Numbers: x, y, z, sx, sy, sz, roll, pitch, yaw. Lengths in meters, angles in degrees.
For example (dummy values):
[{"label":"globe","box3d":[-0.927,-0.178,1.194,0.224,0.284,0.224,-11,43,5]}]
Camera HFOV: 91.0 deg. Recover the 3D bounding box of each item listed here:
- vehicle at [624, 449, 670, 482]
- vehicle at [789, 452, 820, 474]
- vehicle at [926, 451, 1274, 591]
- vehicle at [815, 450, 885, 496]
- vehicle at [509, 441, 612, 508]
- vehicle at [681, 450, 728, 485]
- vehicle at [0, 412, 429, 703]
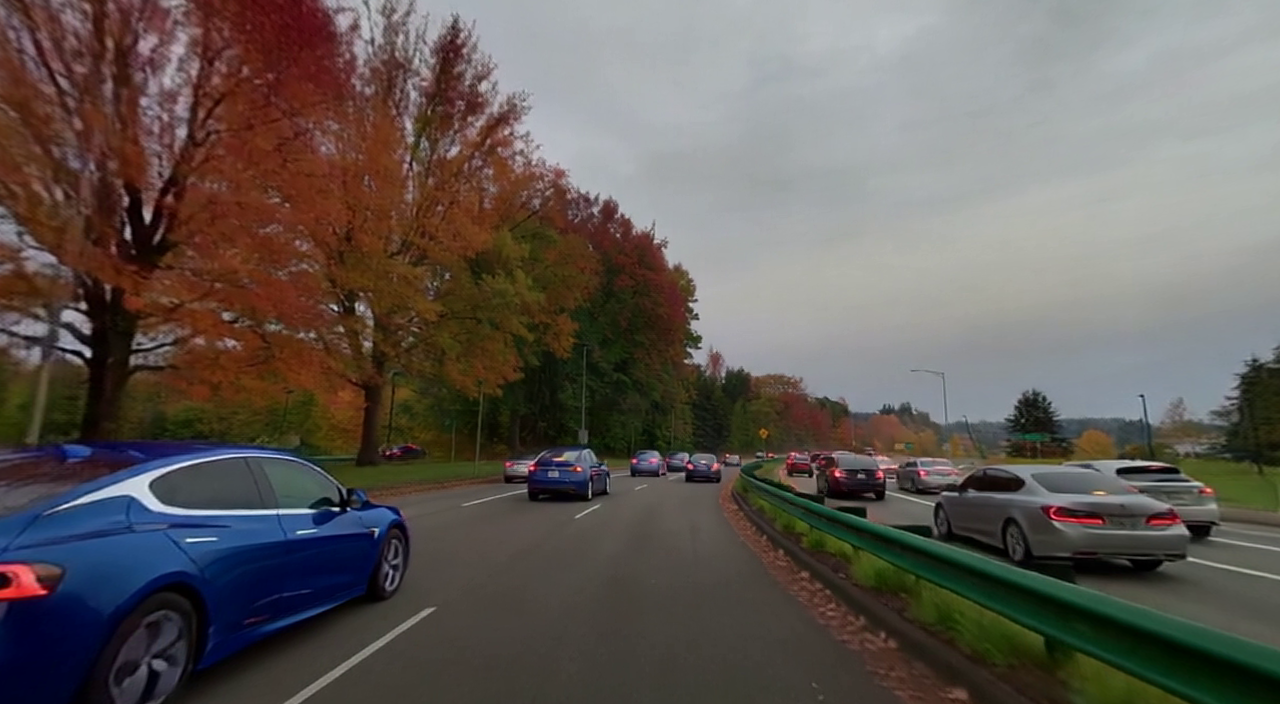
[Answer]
[{"label":"vehicle","box3d":[0.463,6.203,34.740,1.930,1.635,4.260,-1,-9,9]},{"label":"vehicle","box3d":[12.722,8.563,48.845,1.890,1.610,4.045,-1,-9,9]},{"label":"vehicle","box3d":[6.311,2.298,9.586,1.869,1.516,4.753,0,-9,2]},{"label":"vehicle","box3d":[8.309,4.763,25.275,1.768,1.634,4.064,0,-9,6]},{"label":"vehicle","box3d":[-2.155,3.502,18.525,1.979,1.663,4.513,0,-9,6]},{"label":"vehicle","box3d":[3.132,5.466,30.093,2.015,1.506,4.276,-1,-9,9]},{"label":"vehicle","box3d":[-3.266,1.297,4.466,1.921,1.503,4.317,0,-9,2]}]
